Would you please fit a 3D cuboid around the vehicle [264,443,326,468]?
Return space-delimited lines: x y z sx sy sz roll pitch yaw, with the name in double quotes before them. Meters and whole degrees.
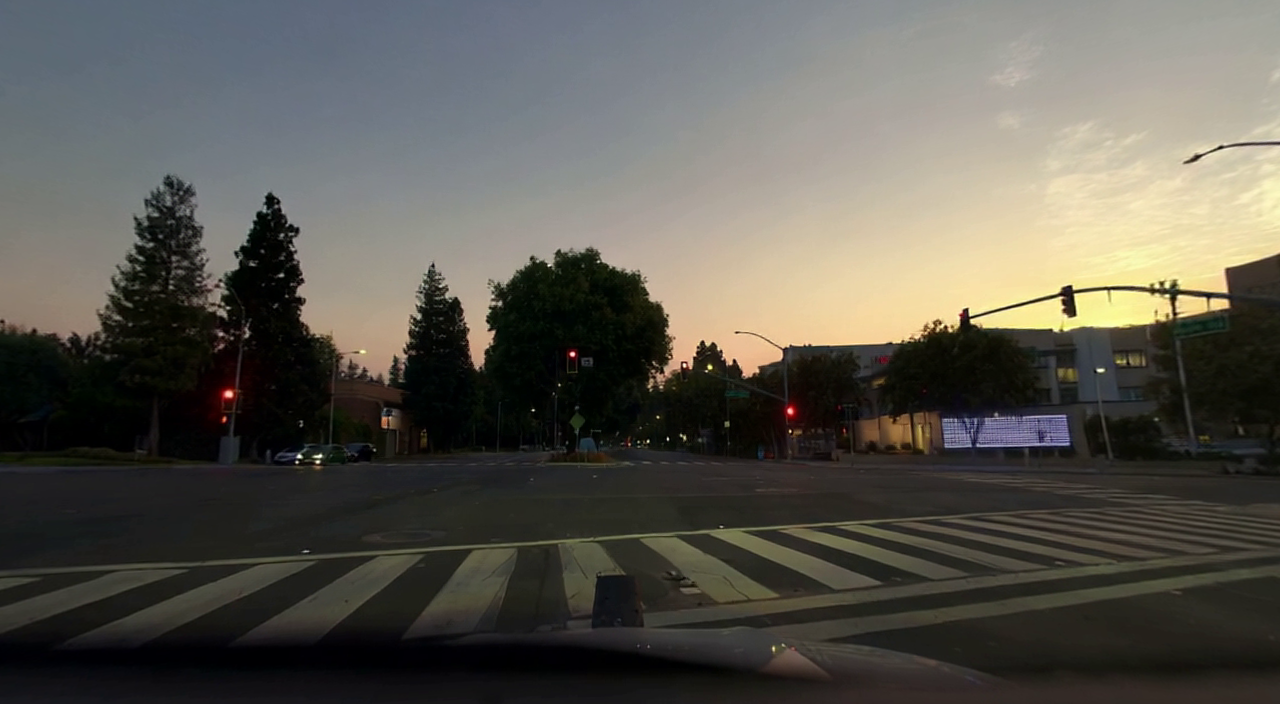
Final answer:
"vehicle" -21.834 6.557 40.149 2.005 1.496 4.020 1 -9 -6

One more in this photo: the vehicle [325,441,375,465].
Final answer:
"vehicle" -22.444 7.801 49.044 2.023 1.706 4.756 1 -9 -6
